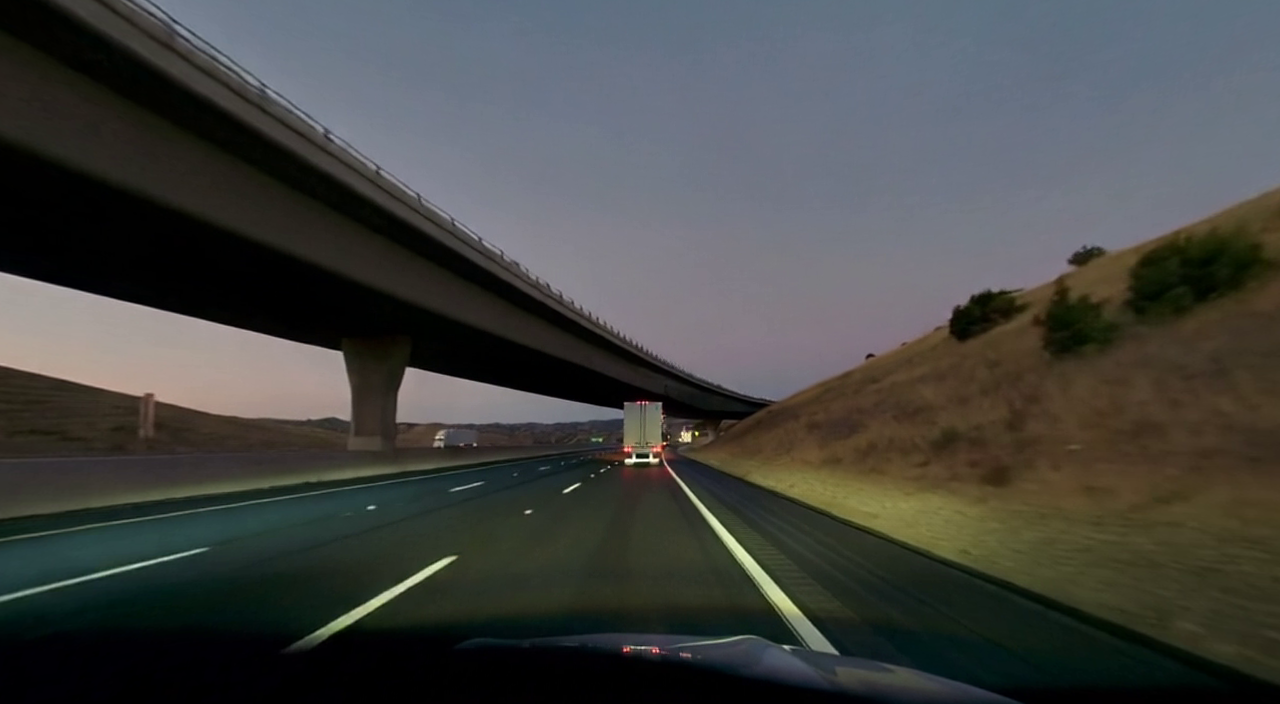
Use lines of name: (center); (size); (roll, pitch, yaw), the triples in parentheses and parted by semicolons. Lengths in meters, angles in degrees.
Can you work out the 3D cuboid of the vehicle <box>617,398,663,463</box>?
vehicle: (-0.016, 5.683, 44.811); (2.866, 4.014, 11.261); (0, -8, 0)
